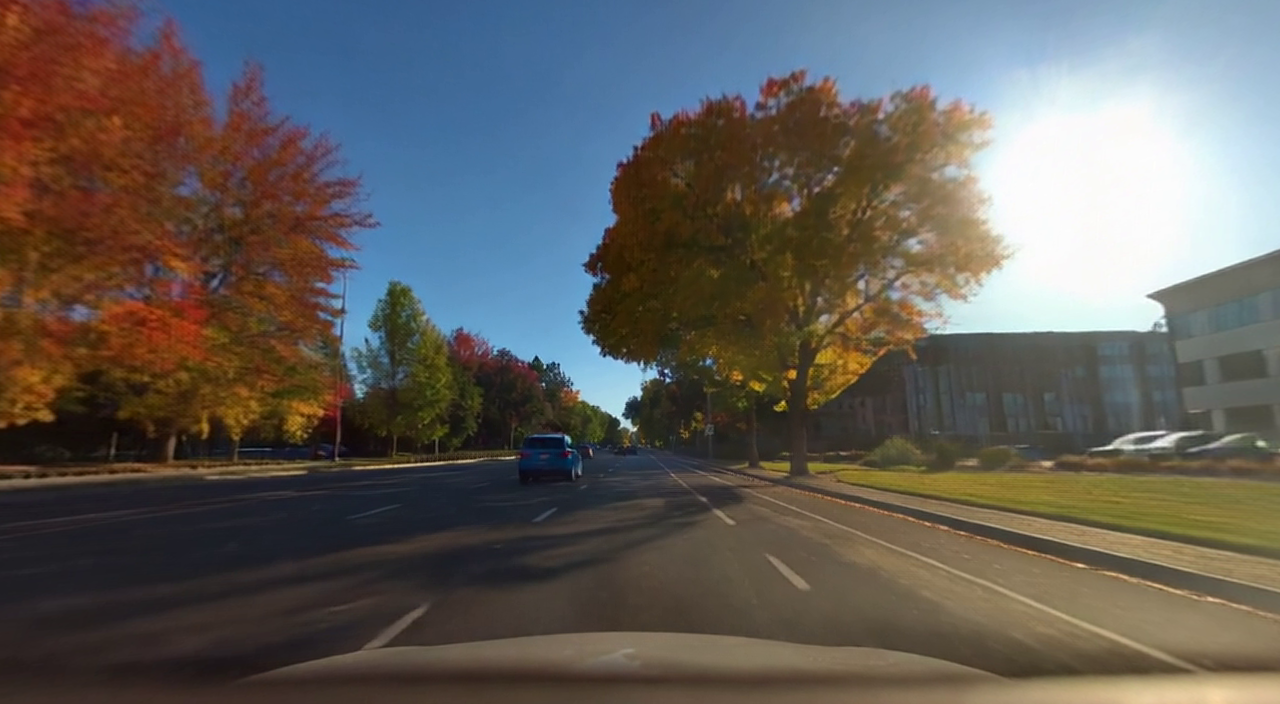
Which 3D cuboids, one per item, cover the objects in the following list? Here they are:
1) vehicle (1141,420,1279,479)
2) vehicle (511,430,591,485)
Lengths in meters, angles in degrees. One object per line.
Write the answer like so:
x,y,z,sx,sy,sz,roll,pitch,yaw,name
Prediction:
18.496,3.020,19.490,4.195,1.694,1.996,0,-9,0,vehicle
-3.117,3.834,23.100,2.112,1.779,4.489,0,-9,2,vehicle
